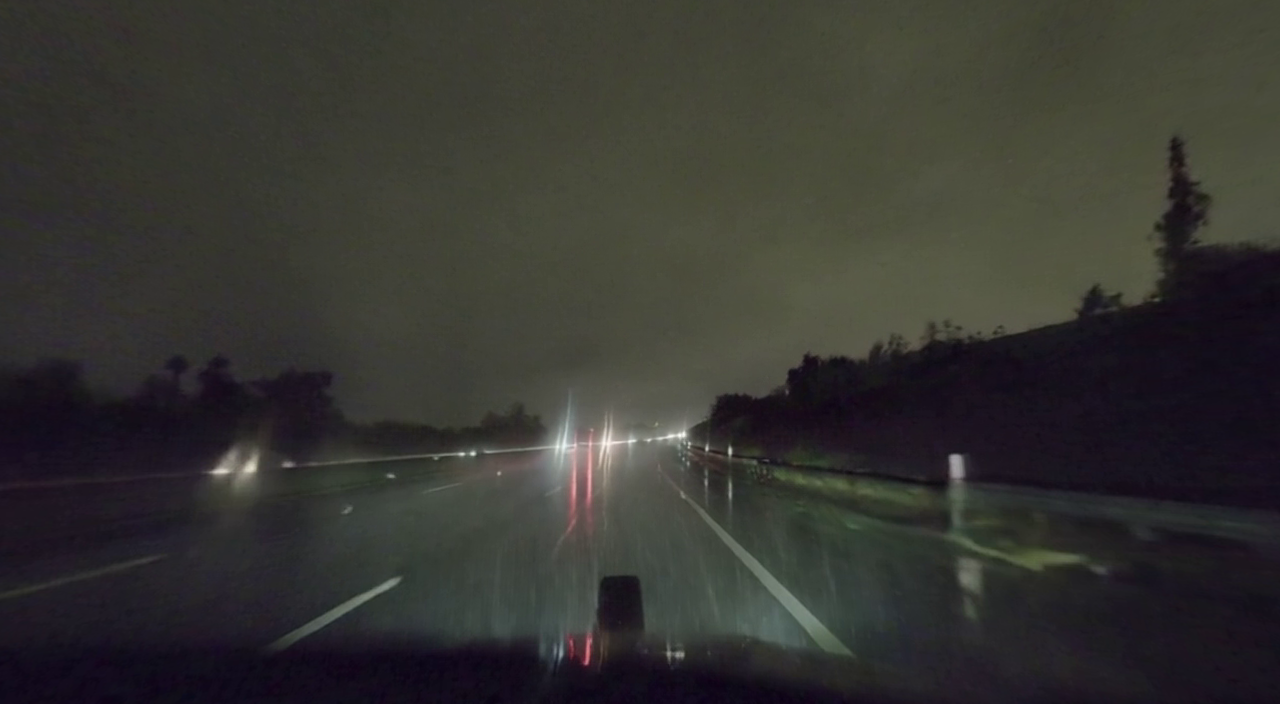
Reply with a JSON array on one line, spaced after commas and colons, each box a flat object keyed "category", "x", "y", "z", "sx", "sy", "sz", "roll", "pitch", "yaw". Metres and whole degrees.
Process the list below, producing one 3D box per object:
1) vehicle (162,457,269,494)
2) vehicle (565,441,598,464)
[{"category": "vehicle", "x": -20.340, "y": 5.900, "z": 30.301, "sx": 1.974, "sy": 1.589, "sz": 4.426, "roll": 0, "pitch": -9, "yaw": 1}, {"category": "vehicle", "x": -4.218, "y": 7.349, "z": 45.976, "sx": 1.998, "sy": 1.584, "sz": 4.005, "roll": 0, "pitch": -9, "yaw": 1}]
